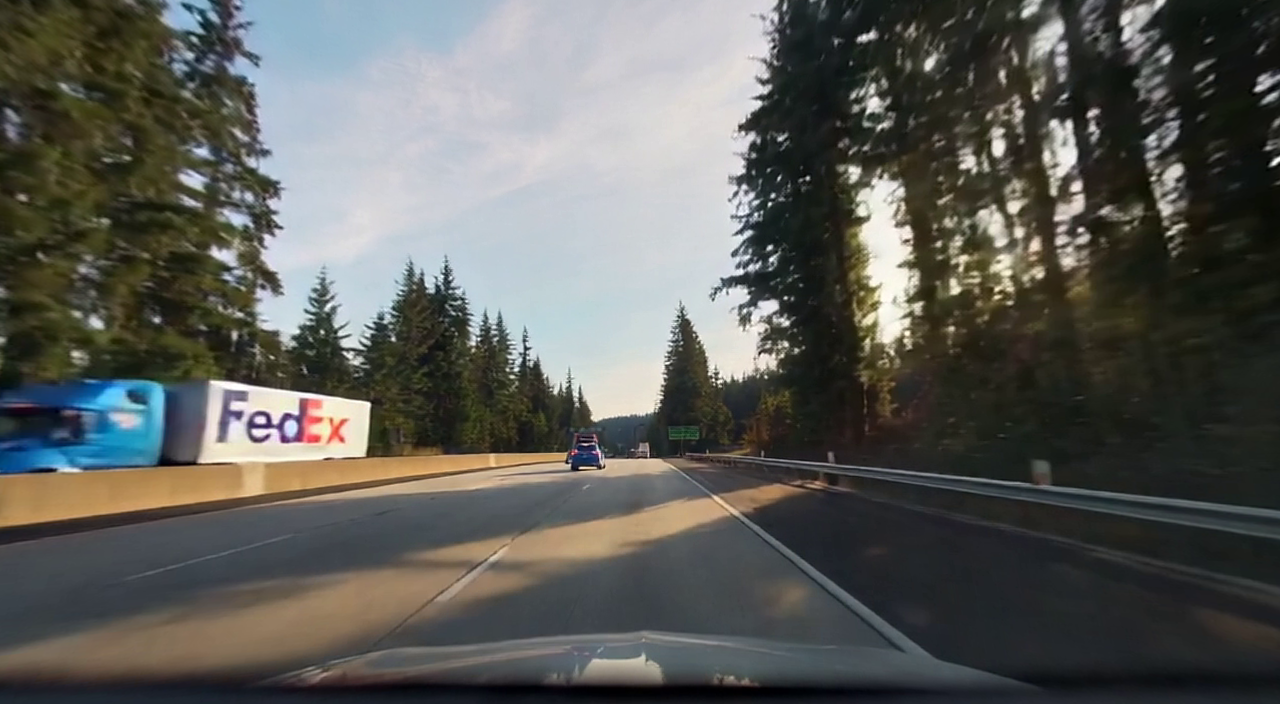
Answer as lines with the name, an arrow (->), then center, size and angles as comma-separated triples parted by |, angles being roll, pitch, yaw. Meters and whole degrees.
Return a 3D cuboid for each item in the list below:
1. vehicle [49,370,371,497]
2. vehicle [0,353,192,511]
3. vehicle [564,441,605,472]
vehicle -> -17.273, 3.756, 28.244 | 3.184, 4.072, 15.913 | -1, -8, 0
vehicle -> -17.344, 2.322, 17.780 | 3.022, 3.874, 8.340 | 0, -8, 0
vehicle -> -3.373, 6.438, 38.984 | 2.084, 1.752, 4.479 | -1, -8, 1
